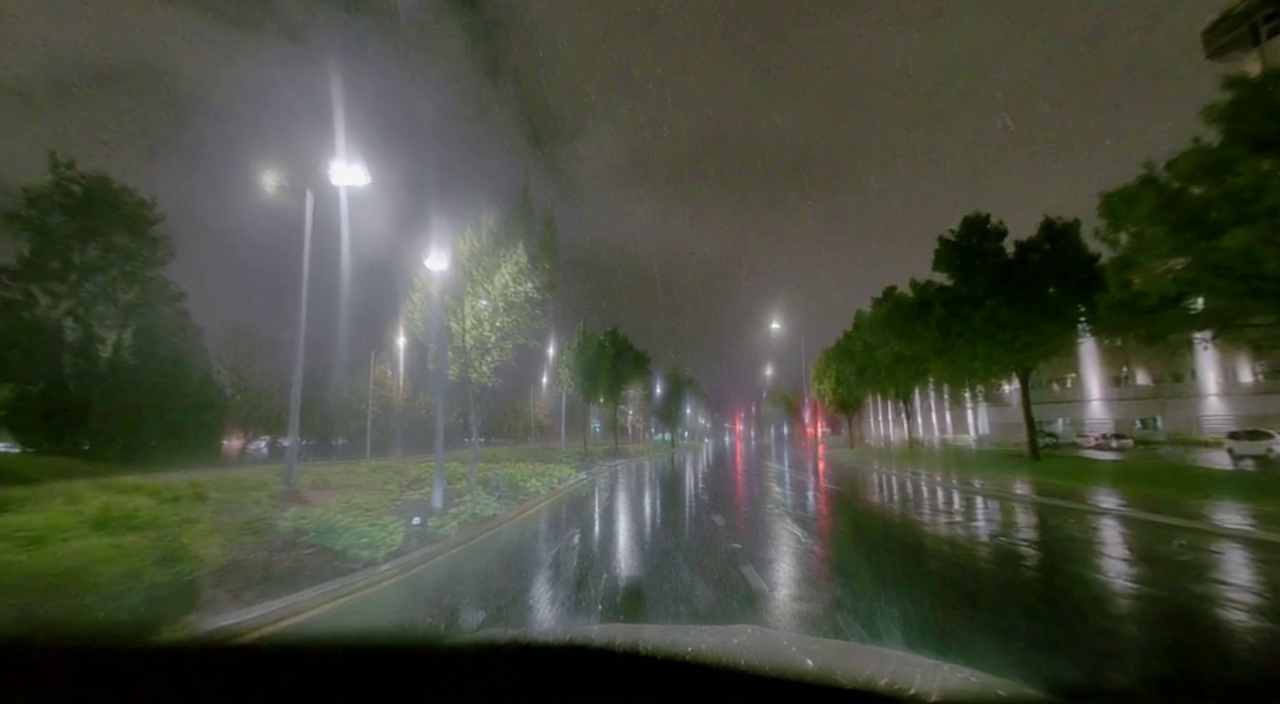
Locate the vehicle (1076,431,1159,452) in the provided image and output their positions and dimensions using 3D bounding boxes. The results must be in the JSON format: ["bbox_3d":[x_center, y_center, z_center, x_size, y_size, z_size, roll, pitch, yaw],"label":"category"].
[{"bbox_3d":[33.939,6.392,44.994,4.329,1.466,1.846,0,-9,0],"label":"vehicle"}]
